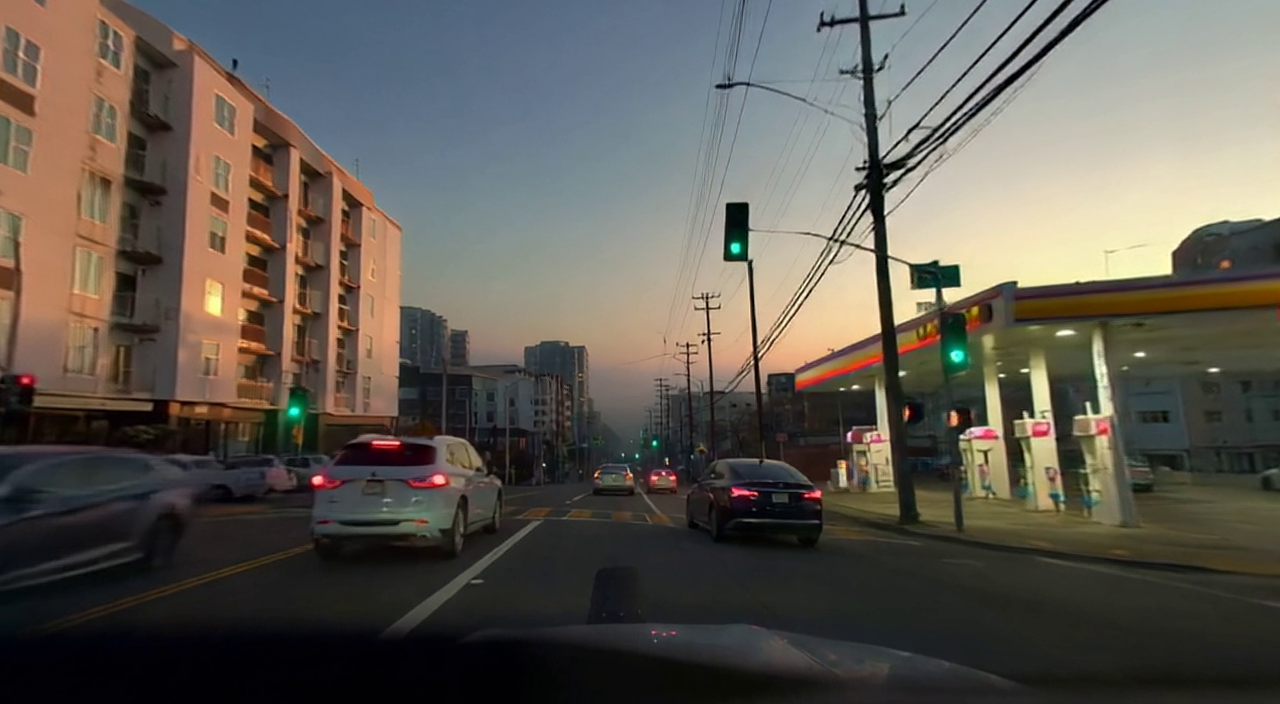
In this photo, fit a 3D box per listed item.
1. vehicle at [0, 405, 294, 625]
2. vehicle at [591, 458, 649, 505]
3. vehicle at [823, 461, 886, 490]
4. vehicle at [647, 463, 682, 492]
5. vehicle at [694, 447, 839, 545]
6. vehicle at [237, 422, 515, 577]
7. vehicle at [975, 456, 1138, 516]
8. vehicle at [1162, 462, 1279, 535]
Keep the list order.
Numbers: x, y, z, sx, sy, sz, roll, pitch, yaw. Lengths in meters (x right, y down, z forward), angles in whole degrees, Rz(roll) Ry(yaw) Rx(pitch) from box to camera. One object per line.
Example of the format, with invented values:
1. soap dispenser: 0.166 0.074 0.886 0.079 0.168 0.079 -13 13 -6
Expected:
1. vehicle: -6.359 1.642 7.230 2.115 1.794 4.757 0 -8 -1
2. vehicle: -0.712 4.804 23.826 1.999 1.487 3.939 0 -8 -1
3. vehicle: 12.834 7.396 38.196 1.846 1.480 4.649 0 -8 -5
4. vehicle: 1.564 8.202 41.609 1.953 1.687 4.094 0 -8 -3
5. vehicle: 2.374 2.806 13.092 1.945 1.647 4.160 0 -8 -3
6. vehicle: -3.389 1.974 9.345 2.221 1.706 4.451 0 -8 -1
7. vehicle: 12.231 3.866 18.599 4.048 1.539 1.820 3 -9 -19
8. vehicle: 15.801 3.626 16.070 1.959 1.482 4.664 -2 -9 14
